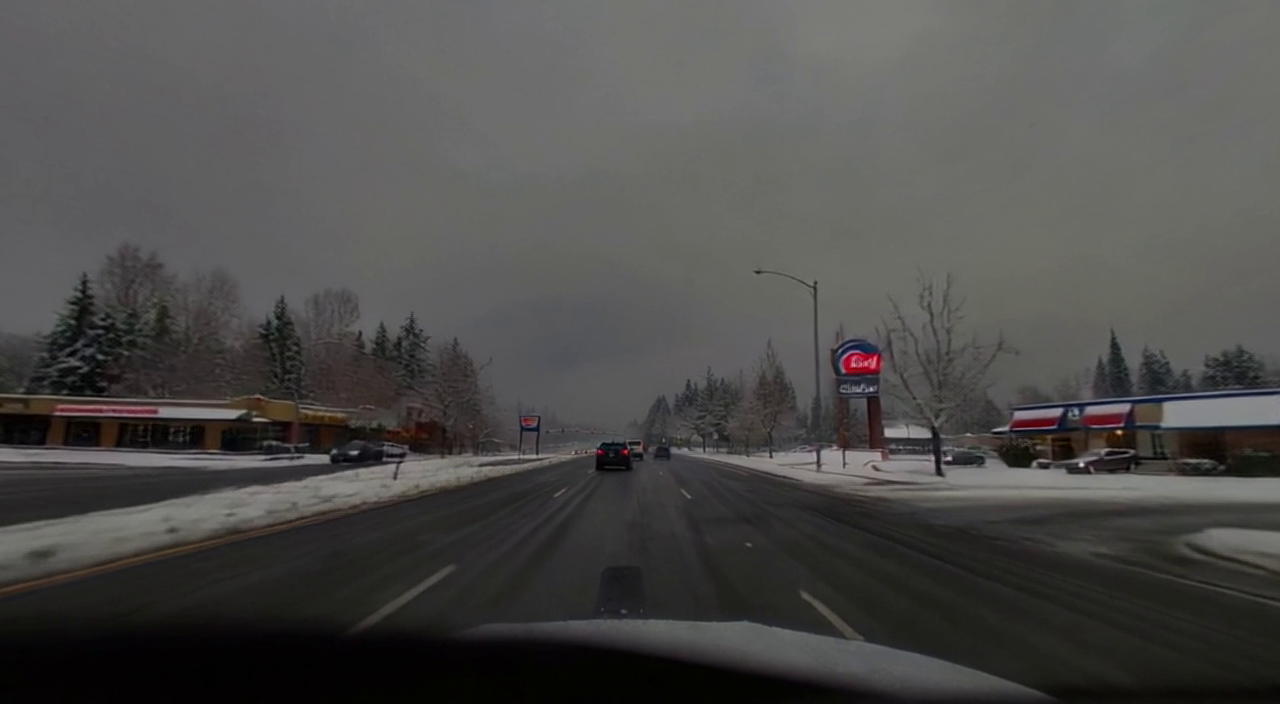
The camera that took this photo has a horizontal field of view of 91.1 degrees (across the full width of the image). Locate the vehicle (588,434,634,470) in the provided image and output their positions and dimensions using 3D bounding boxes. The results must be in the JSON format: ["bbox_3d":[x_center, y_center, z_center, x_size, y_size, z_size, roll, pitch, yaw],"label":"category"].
[{"bbox_3d":[-1.570,5.766,36.340,2.222,1.899,5.006,0,-8,2],"label":"vehicle"}]

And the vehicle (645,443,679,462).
[{"bbox_3d":[1.684,7.948,49.758,2.113,1.446,4.309,1,-8,-5],"label":"vehicle"}]

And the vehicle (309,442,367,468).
[{"bbox_3d":[-21.791,7.444,45.502,2.039,1.730,4.559,0,-8,-1],"label":"vehicle"}]
